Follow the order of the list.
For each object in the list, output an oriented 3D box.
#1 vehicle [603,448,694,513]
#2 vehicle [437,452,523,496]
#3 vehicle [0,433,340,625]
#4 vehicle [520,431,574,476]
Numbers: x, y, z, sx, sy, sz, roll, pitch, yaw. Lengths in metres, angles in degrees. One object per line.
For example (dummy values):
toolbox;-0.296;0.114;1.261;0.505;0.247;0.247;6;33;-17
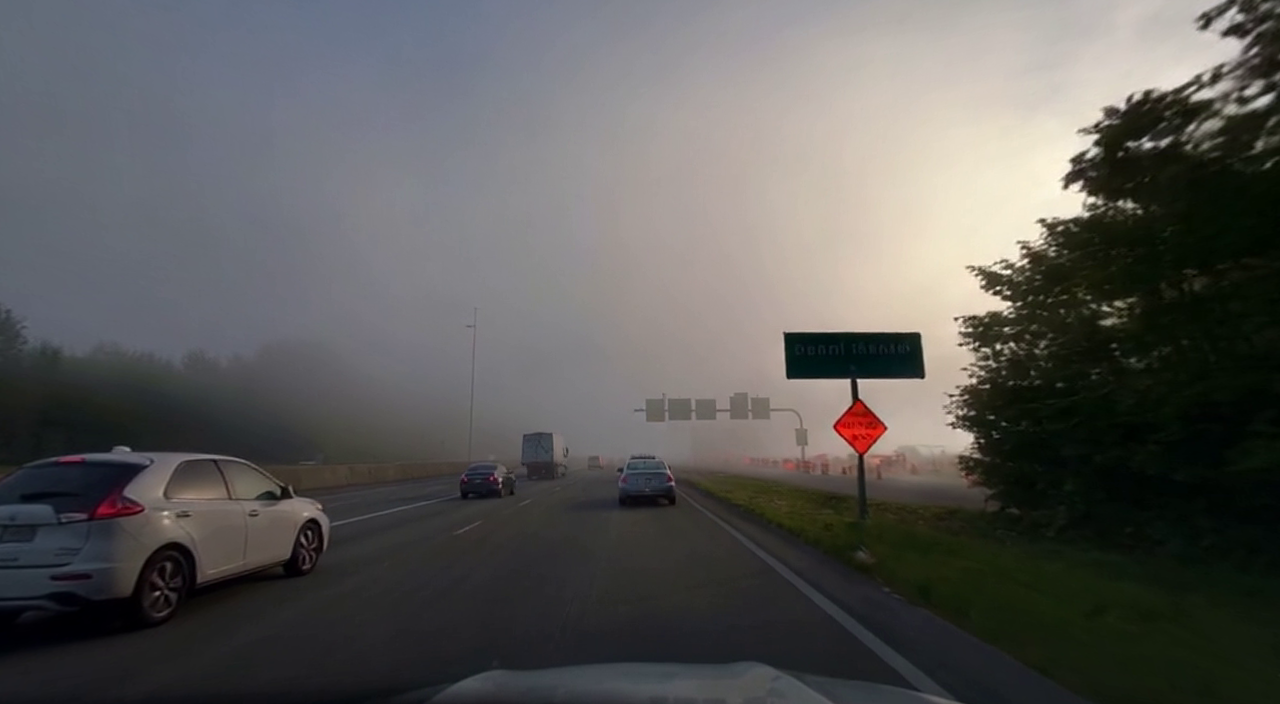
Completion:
vehicle;0.195;3.202;16.113;2.080;1.451;3.512;0;-9;0
vehicle;-5.654;4.342;22.769;2.063;1.417;4.000;0;-9;0
vehicle;-5.519;1.757;7.259;1.892;1.481;4.573;0;-9;-1
vehicle;-5.853;6.534;40.464;2.326;2.645;6.249;0;-9;1
